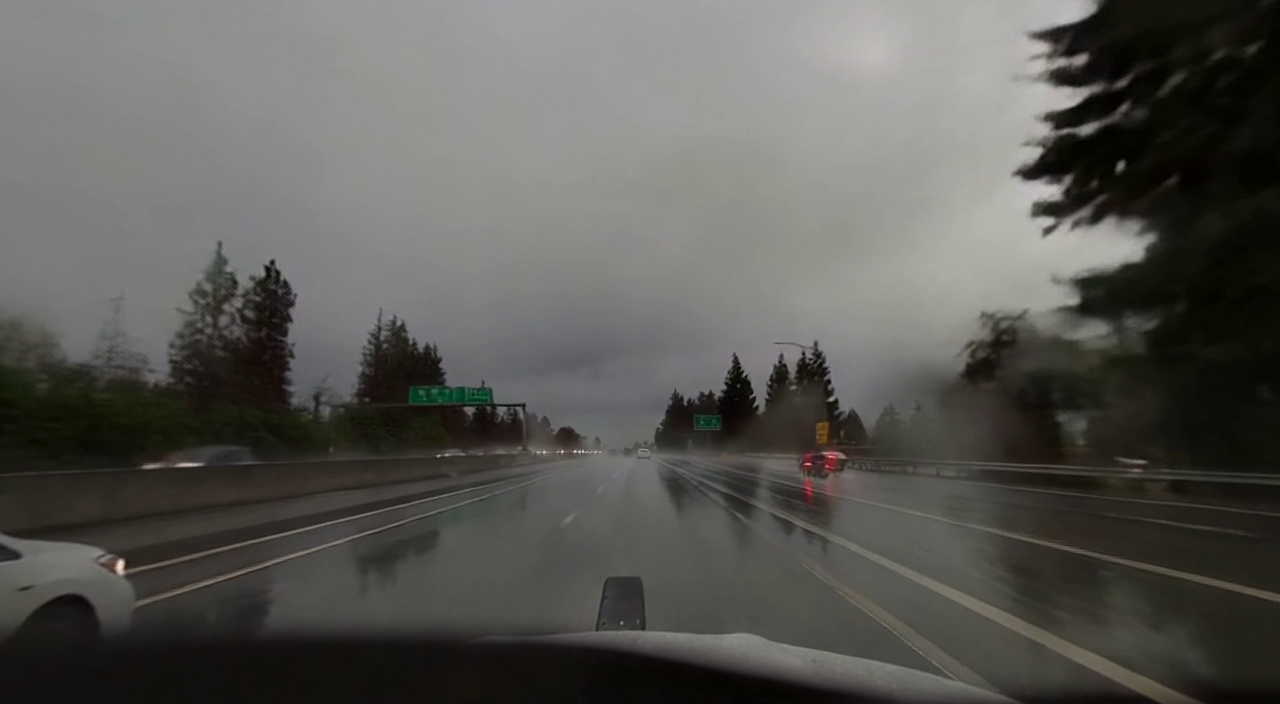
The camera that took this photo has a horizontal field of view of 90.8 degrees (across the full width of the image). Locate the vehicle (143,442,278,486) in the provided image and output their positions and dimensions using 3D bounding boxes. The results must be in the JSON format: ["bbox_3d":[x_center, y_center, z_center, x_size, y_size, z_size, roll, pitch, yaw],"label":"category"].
[{"bbox_3d":[-16.221,4.249,24.197,2.033,1.526,4.528,0,-9,0],"label":"vehicle"}]

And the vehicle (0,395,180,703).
[{"bbox_3d":[-4.078,0.855,2.012,1.988,1.585,4.215,0,-9,0],"label":"vehicle"}]

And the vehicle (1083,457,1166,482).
[{"bbox_3d":[36.708,8.878,47.888,4.726,1.766,1.973,-8,-12,41],"label":"vehicle"}]
